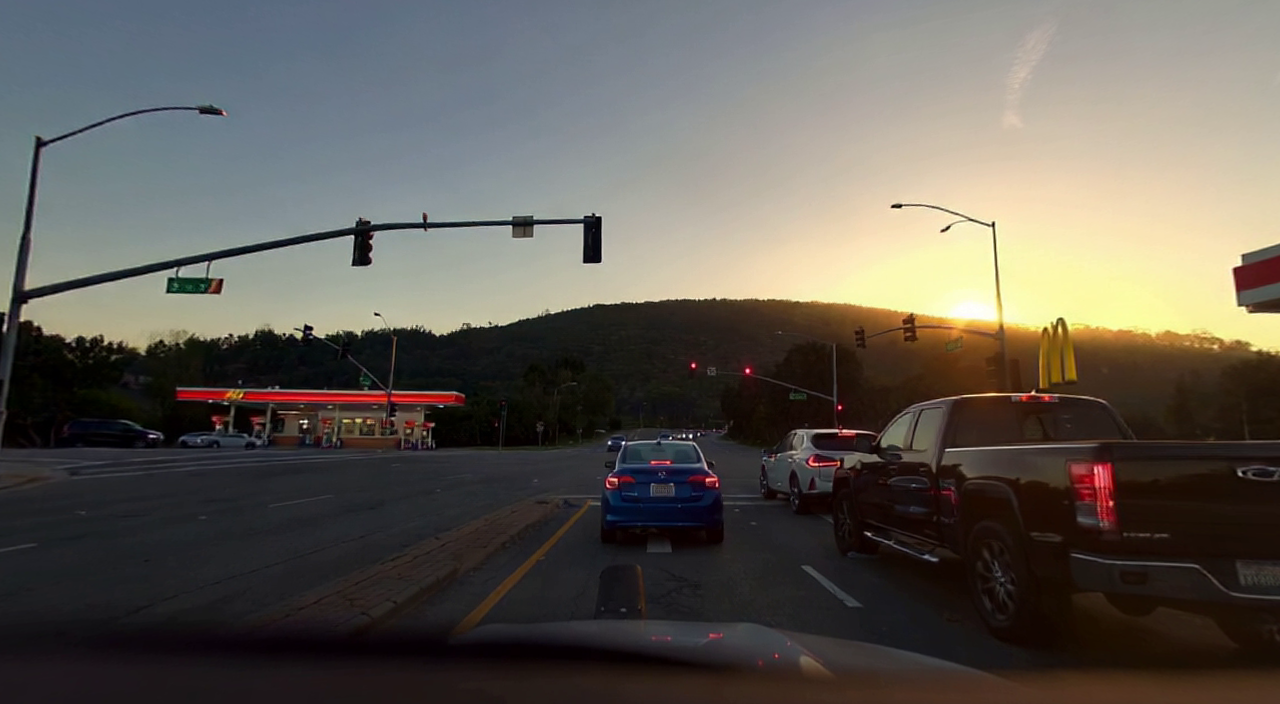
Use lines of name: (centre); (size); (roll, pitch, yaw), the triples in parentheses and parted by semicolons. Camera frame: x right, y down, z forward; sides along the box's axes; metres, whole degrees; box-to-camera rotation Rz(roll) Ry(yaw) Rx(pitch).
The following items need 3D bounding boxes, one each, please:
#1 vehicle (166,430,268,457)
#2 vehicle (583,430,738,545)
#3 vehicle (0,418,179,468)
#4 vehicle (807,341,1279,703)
vehicle: (-23.094, 5.026, 34.490); (4.326, 1.420, 1.798); (-1, -8, 4)
vehicle: (0.257, 2.070, 10.254); (2.027, 1.494, 3.824); (0, -8, 0)
vehicle: (-20.193, 3.362, 23.282); (4.742, 1.720, 2.107); (-1, -8, 5)
vehicle: (3.576, 1.315, 6.092); (2.277, 1.871, 6.143); (0, -8, 0)
